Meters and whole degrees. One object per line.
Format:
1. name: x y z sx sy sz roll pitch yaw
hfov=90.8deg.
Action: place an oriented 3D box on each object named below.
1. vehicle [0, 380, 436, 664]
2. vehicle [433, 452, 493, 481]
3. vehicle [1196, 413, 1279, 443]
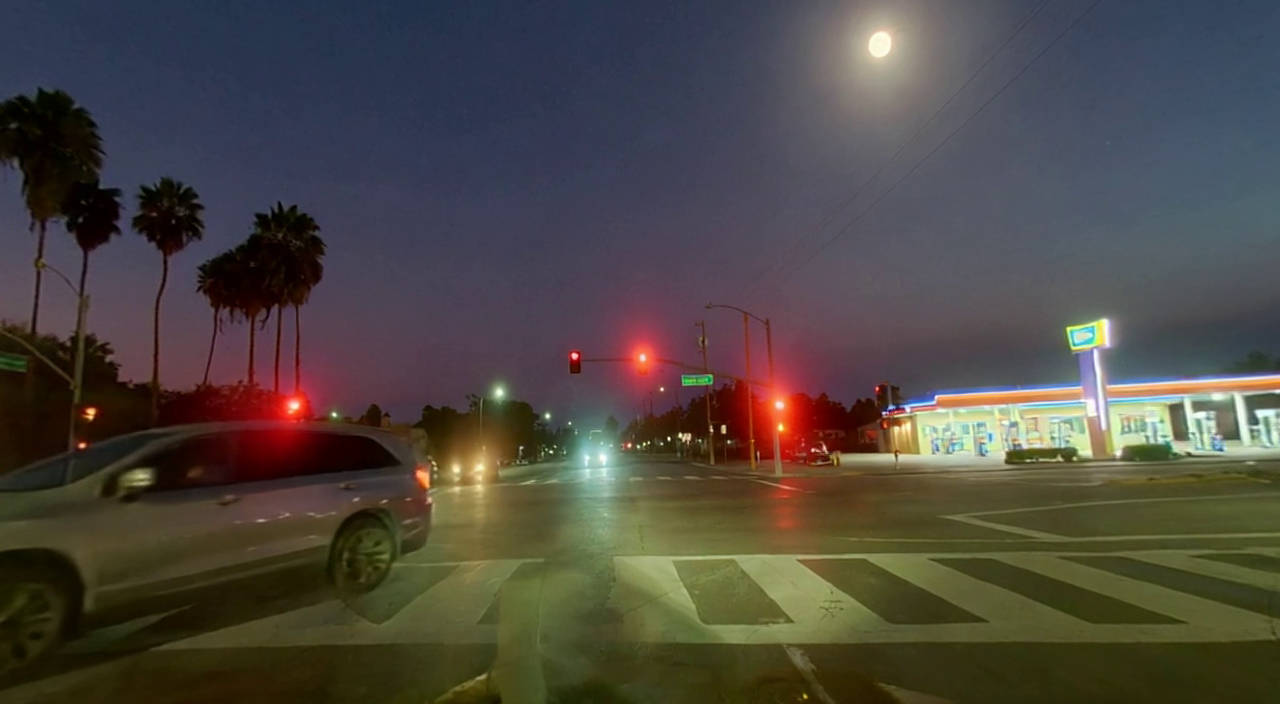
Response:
1. vehicle: -4.476 1.330 5.635 1.952 1.817 5.086 -5 -10 27
2. vehicle: -9.812 6.353 35.412 2.085 1.451 4.311 0 -9 0
3. vehicle: 38.299 4.798 39.970 4.488 1.447 1.765 -5 -8 -1
